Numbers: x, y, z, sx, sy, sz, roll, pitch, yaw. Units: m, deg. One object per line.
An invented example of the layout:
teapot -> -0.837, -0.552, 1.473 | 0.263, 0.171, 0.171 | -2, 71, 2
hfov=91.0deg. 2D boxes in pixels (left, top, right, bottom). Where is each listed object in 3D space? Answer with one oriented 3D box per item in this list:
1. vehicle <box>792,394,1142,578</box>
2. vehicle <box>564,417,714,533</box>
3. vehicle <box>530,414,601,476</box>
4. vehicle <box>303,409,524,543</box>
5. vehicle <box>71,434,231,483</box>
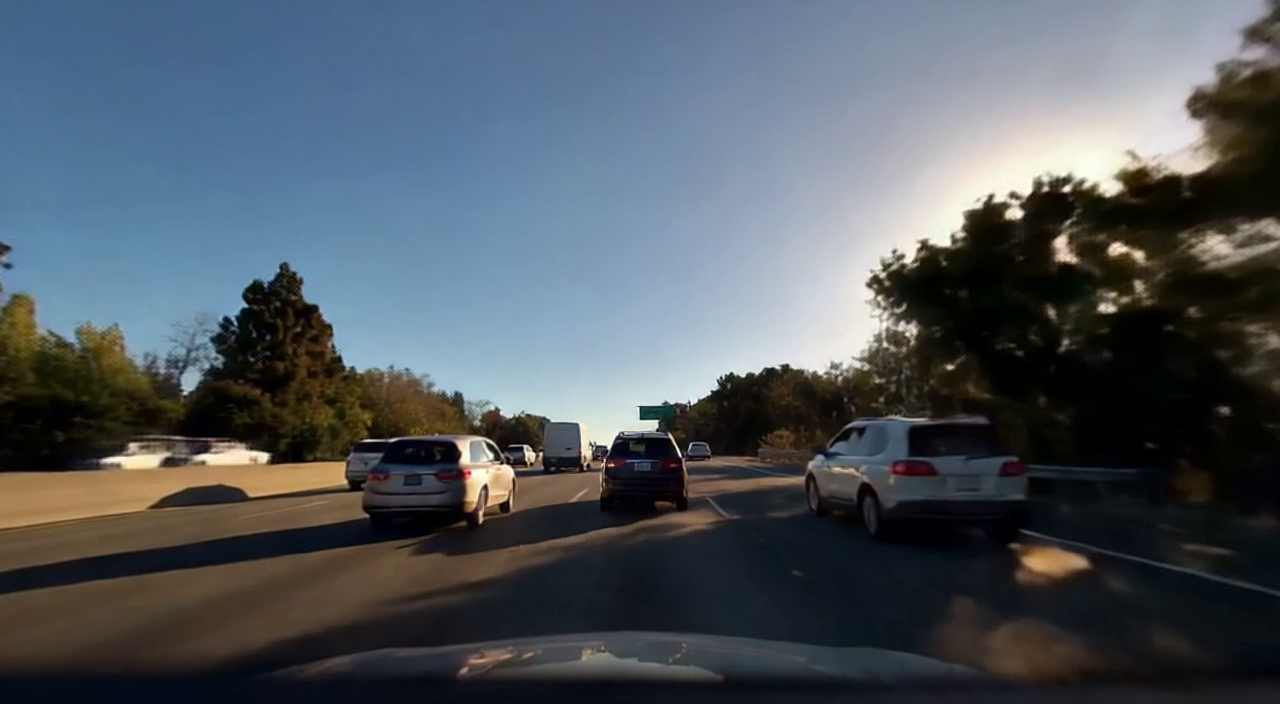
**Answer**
vehicle -> 3.906, 1.723, 8.958 | 2.175, 1.830, 5.173 | 0, -9, 0
vehicle -> -0.006, 2.147, 11.520 | 2.223, 1.722, 4.177 | 0, -9, 0
vehicle -> -3.126, 4.090, 27.699 | 2.359, 2.399, 5.500 | 0, -9, 1
vehicle -> -3.485, 2.002, 10.765 | 2.142, 1.808, 4.266 | 0, -9, 0
vehicle -> -20.748, 4.550, 27.174 | 2.214, 1.853, 5.789 | 0, -9, 0
